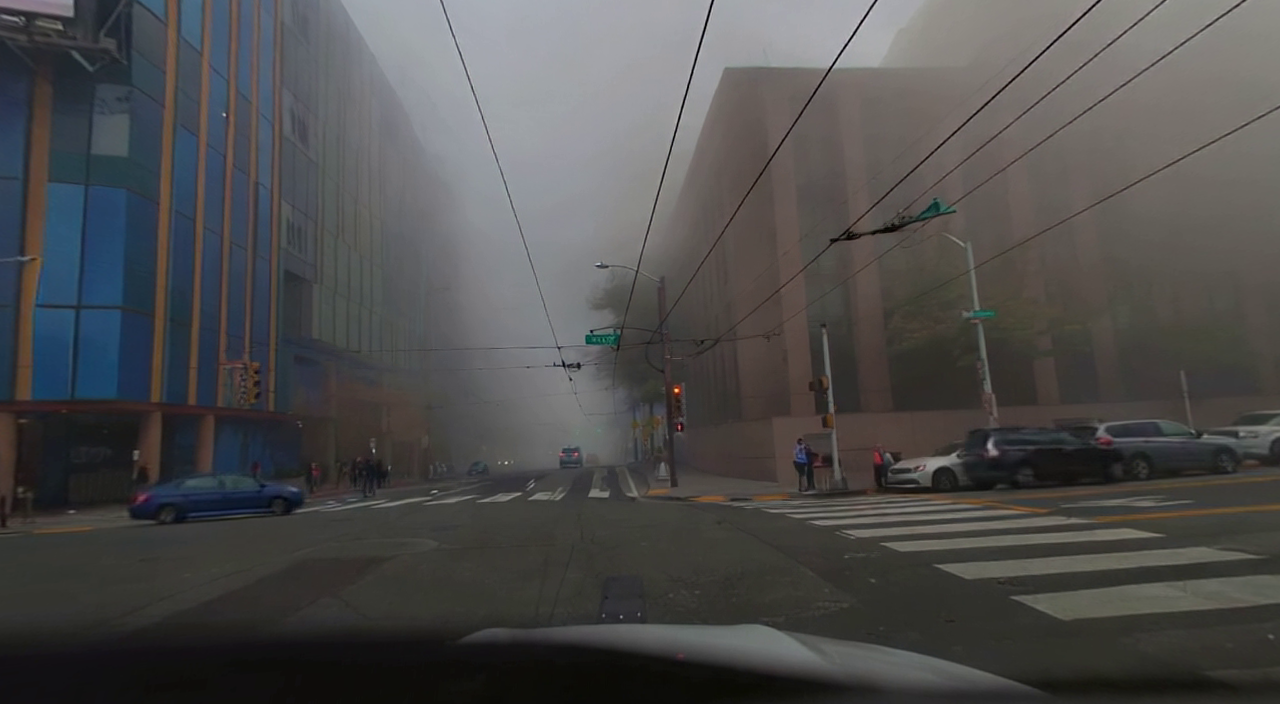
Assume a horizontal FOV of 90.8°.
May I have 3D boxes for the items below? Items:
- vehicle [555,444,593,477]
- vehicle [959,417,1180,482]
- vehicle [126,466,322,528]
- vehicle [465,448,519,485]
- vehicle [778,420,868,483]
[{"bbox_3d":[-4.046,6.744,39.516,2.137,1.910,5.120,0,-8,-3],"label":"vehicle"},{"bbox_3d":[11.557,2.646,17.233,4.637,1.624,1.927,0,-8,-3],"label":"vehicle"},{"bbox_3d":[-12.032,4.174,18.659,4.549,1.490,1.797,5,-10,-30],"label":"vehicle"},{"bbox_3d":[-8.418,6.521,36.293,2.121,1.792,4.510,-3,-8,-2],"label":"vehicle"},{"bbox_3d":[7.549,4.104,26.634,2.316,2.425,4.466,1,-7,-2],"label":"vehicle"}]
